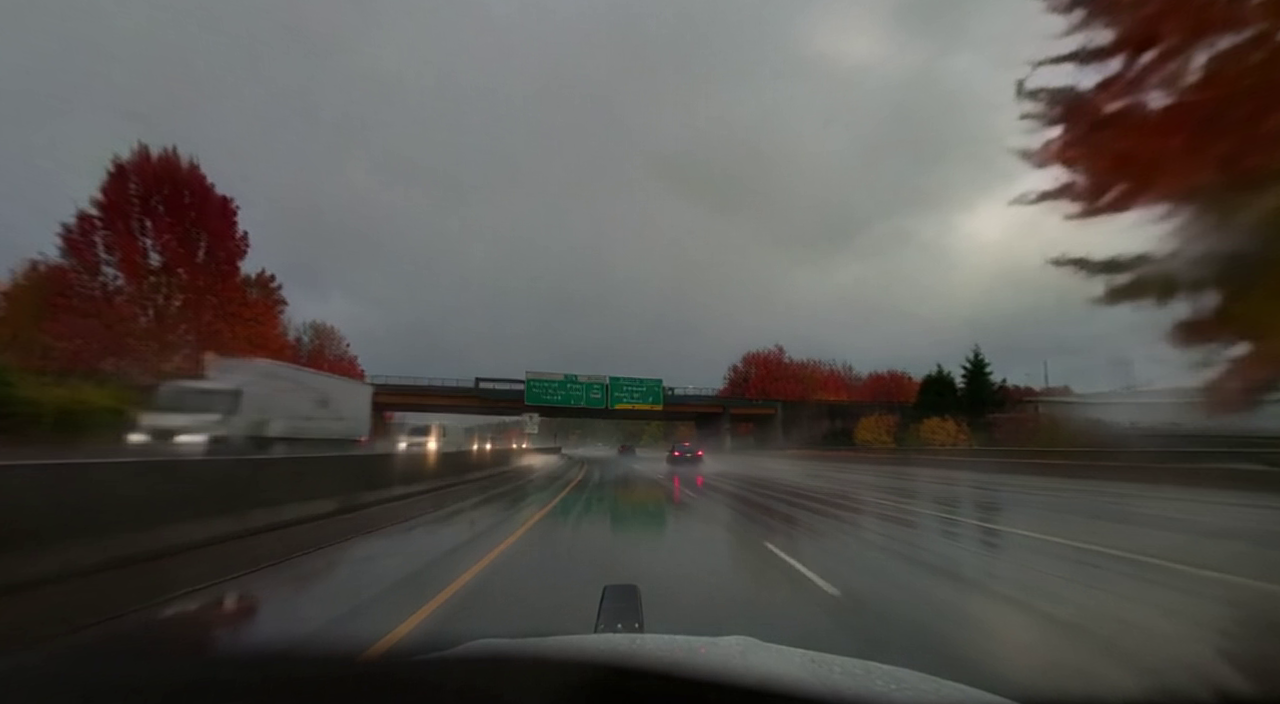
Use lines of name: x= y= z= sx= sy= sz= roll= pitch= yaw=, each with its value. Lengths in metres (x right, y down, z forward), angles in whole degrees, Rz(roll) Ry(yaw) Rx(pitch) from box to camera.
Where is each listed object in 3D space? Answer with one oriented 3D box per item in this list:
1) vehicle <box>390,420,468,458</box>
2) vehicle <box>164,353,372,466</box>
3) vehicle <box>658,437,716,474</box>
vehicle: x=-9.880 y=4.173 z=29.842 sx=2.221 sy=1.667 sz=4.696 roll=0 pitch=-9 yaw=-2
vehicle: x=-13.878 y=2.524 z=24.664 sx=2.932 sy=3.621 sz=8.904 roll=0 pitch=-9 yaw=-2
vehicle: x=2.189 y=5.025 z=30.461 sx=2.337 sy=1.633 sz=4.222 roll=0 pitch=-9 yaw=-2
